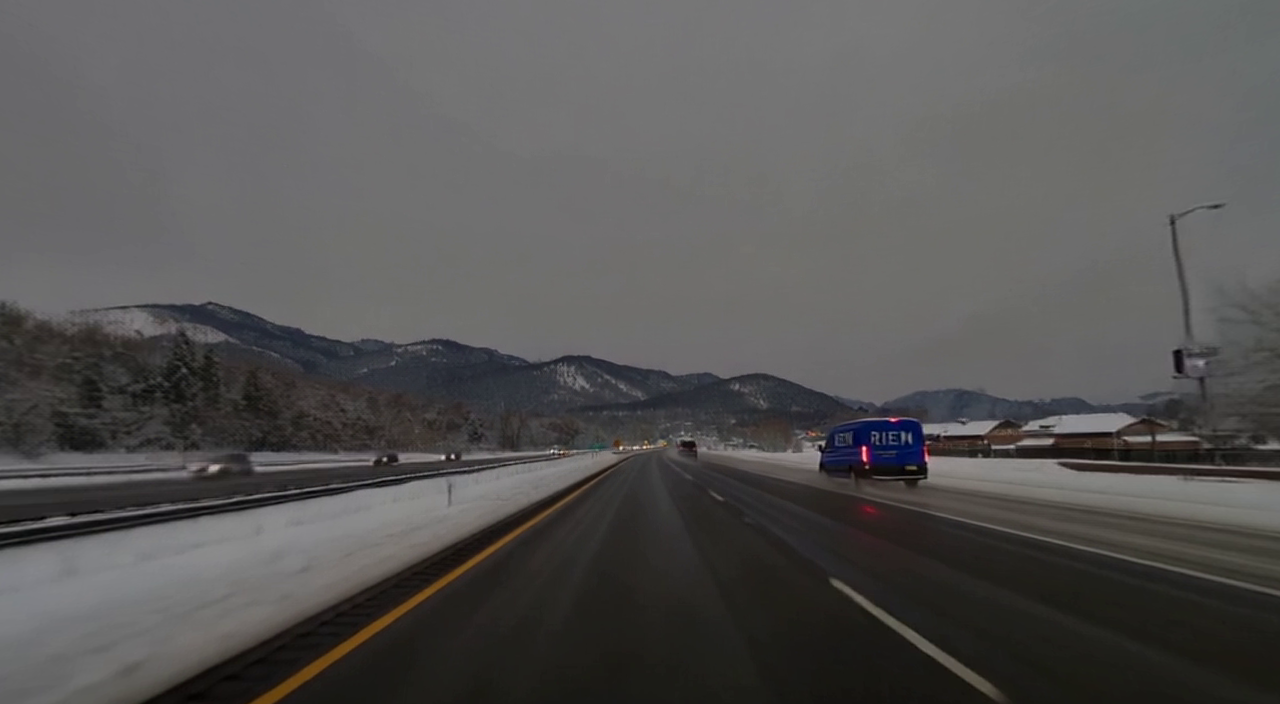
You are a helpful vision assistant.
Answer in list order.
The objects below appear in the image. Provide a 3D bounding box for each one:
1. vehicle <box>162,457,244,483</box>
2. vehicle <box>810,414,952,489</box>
[{"bbox_3d":[-28.473,7.688,41.300,1.902,1.483,4.762,0,-8,1],"label":"vehicle"},{"bbox_3d":[7.386,3.131,20.145,2.275,2.059,5.543,0,-8,0],"label":"vehicle"}]
